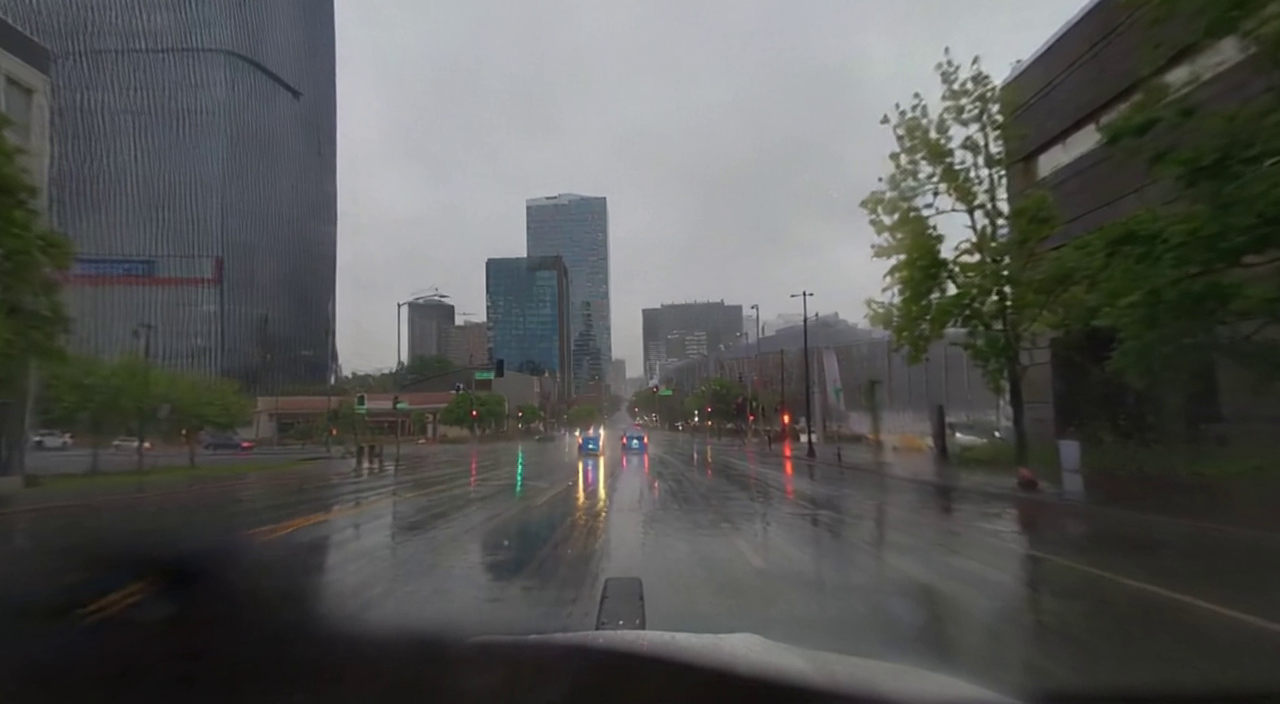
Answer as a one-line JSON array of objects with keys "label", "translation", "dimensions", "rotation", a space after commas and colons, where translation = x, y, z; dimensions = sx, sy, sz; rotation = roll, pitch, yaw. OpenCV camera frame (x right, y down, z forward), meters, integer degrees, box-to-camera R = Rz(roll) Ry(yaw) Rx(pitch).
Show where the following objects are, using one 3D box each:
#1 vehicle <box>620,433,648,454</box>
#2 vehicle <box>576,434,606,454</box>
[{"label": "vehicle", "translation": [-0.449, 6.766, 47.063], "dimensions": [2.016, 1.478, 3.795], "rotation": [0, -7, 0]}, {"label": "vehicle", "translation": [-3.672, 6.966, 48.107], "dimensions": [1.995, 1.479, 4.627], "rotation": [0, -7, -1]}]
